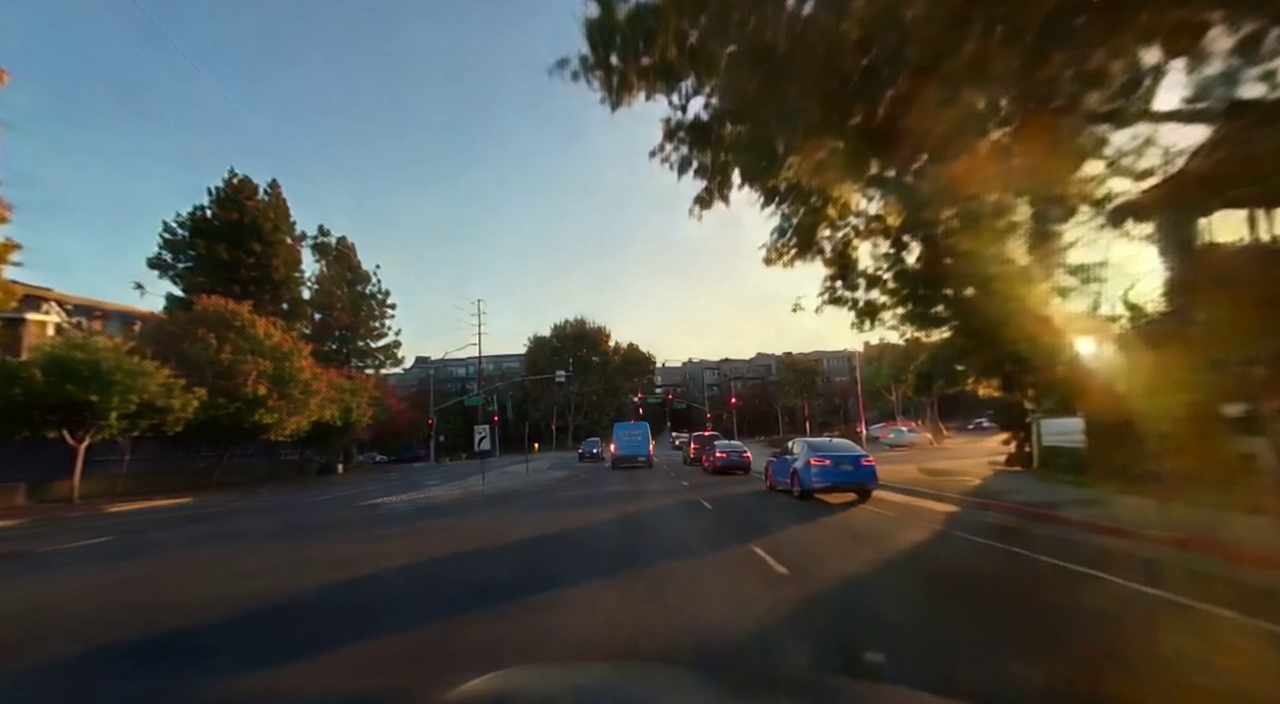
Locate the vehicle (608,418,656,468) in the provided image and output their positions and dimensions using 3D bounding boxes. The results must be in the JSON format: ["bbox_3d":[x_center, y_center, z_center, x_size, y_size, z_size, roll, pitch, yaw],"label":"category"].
[{"bbox_3d":[-0.388,4.960,34.376,2.422,2.488,4.992,0,-8,0],"label":"vehicle"}]

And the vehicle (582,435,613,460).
[{"bbox_3d":[-3.209,7.295,48.133,2.203,1.786,4.249,0,-8,-2],"label":"vehicle"}]

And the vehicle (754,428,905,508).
[{"bbox_3d":[4.100,2.601,14.665,1.967,1.506,4.968,0,-8,0],"label":"vehicle"}]

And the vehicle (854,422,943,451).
[{"bbox_3d":[16.572,5.447,40.602,4.842,1.792,1.963,0,-8,0],"label":"vehicle"}]

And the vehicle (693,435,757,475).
[{"bbox_3d":[3.412,4.225,26.084,1.951,1.483,4.582,0,-8,-1],"label":"vehicle"}]
